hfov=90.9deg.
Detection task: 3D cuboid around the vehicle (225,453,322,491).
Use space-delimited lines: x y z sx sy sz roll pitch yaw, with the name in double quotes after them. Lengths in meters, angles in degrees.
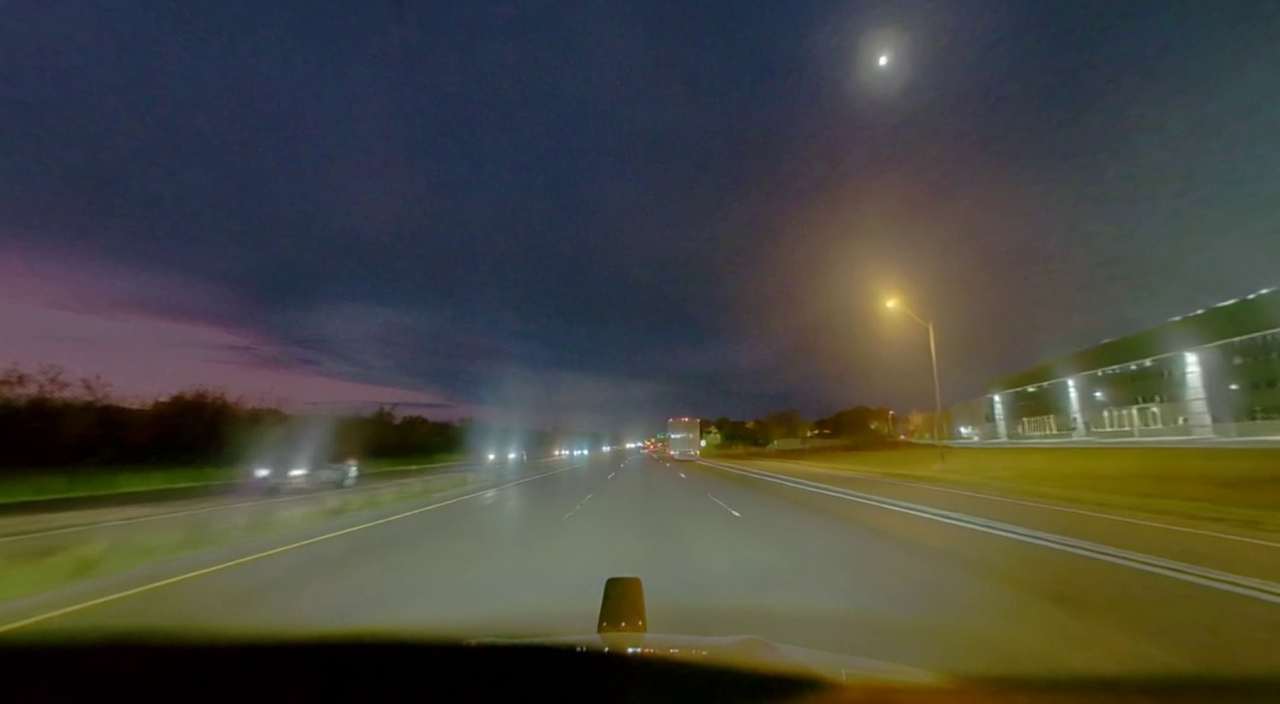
-15.652 5.097 27.154 1.787 1.464 3.914 0 -9 0 "vehicle"
